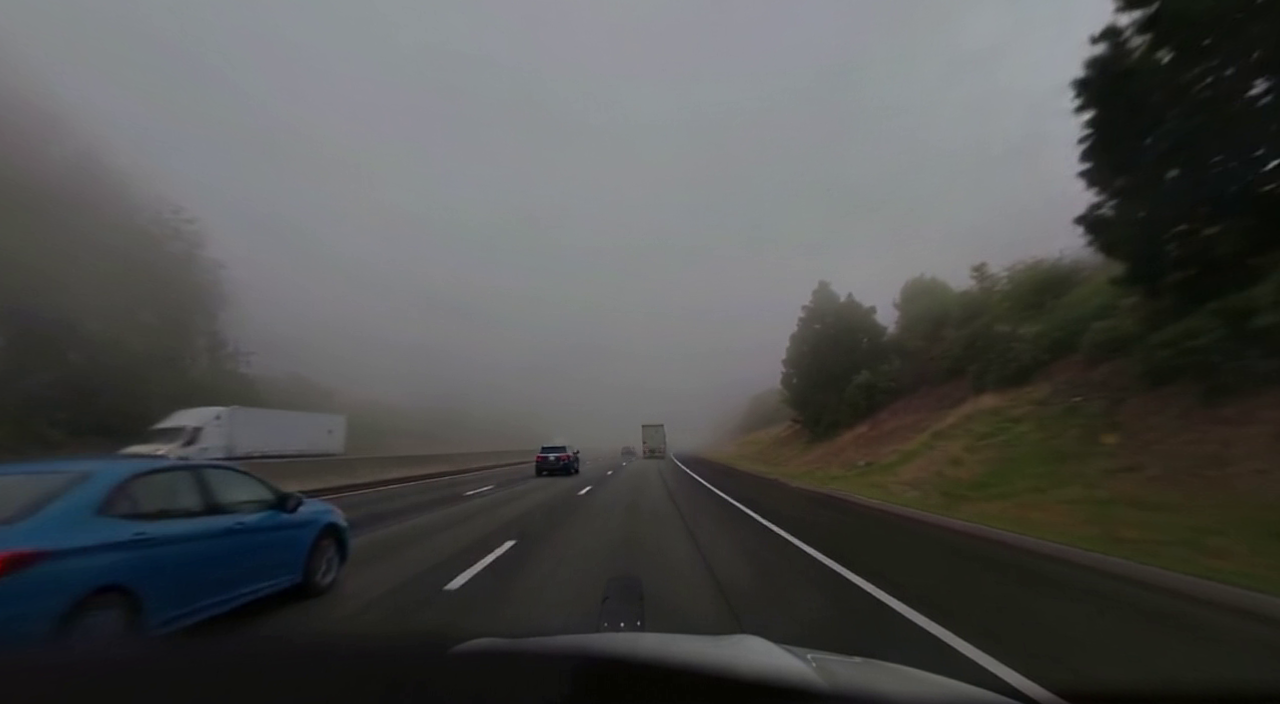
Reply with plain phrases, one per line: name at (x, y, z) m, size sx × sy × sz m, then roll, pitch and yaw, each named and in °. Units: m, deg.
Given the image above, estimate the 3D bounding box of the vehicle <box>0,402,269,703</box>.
vehicle at (-3.844, 0.923, 2.499) m, size 2.078 × 1.469 × 4.371 m, roll 0°, pitch -9°, yaw 0°

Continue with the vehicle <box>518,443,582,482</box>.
vehicle at (-3.586, 4.472, 25.768) m, size 1.943 × 1.460 × 3.961 m, roll 0°, pitch -9°, yaw 1°
